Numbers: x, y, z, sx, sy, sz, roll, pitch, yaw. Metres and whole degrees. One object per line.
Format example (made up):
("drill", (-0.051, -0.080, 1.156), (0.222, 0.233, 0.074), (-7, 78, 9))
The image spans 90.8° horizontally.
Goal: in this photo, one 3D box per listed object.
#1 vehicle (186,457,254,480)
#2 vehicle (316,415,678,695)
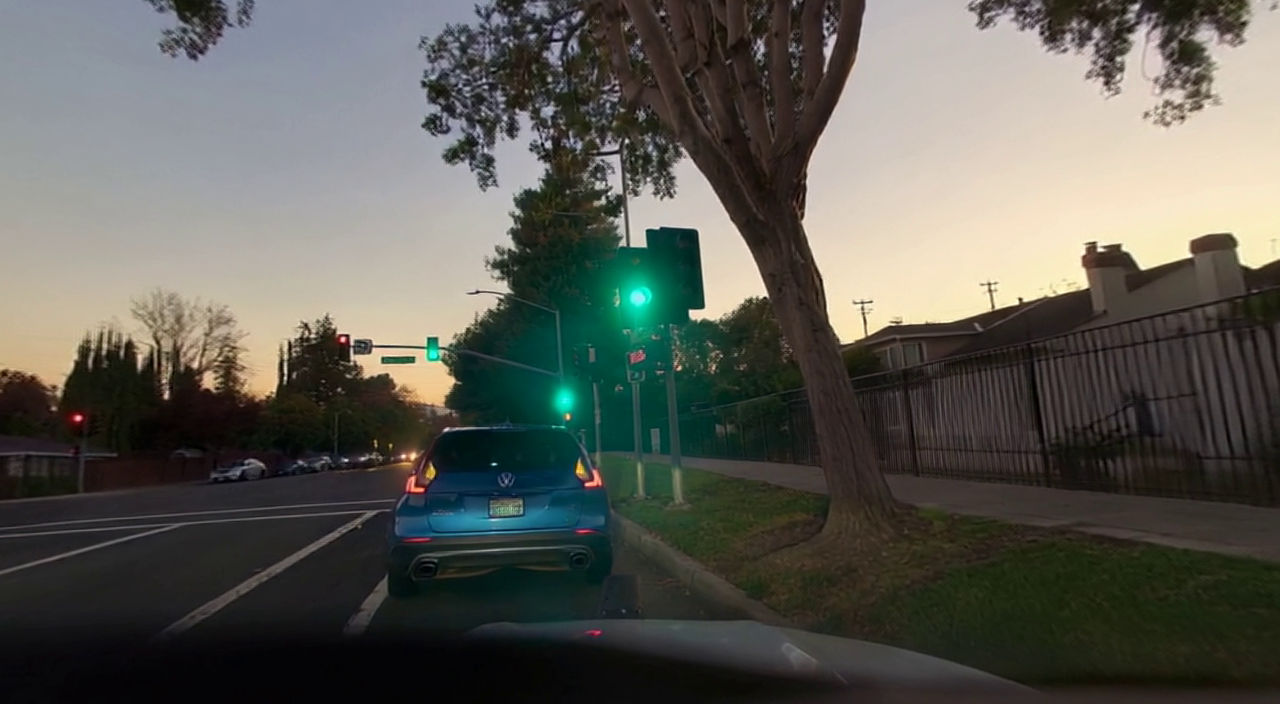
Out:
("vehicle", (-32.868, 9.108, 49.491), (3.959, 1.680, 1.785), (1, -9, -7))
("vehicle", (-1.156, 1.401, 5.512), (2.024, 1.502, 3.702), (2, -9, -12))
